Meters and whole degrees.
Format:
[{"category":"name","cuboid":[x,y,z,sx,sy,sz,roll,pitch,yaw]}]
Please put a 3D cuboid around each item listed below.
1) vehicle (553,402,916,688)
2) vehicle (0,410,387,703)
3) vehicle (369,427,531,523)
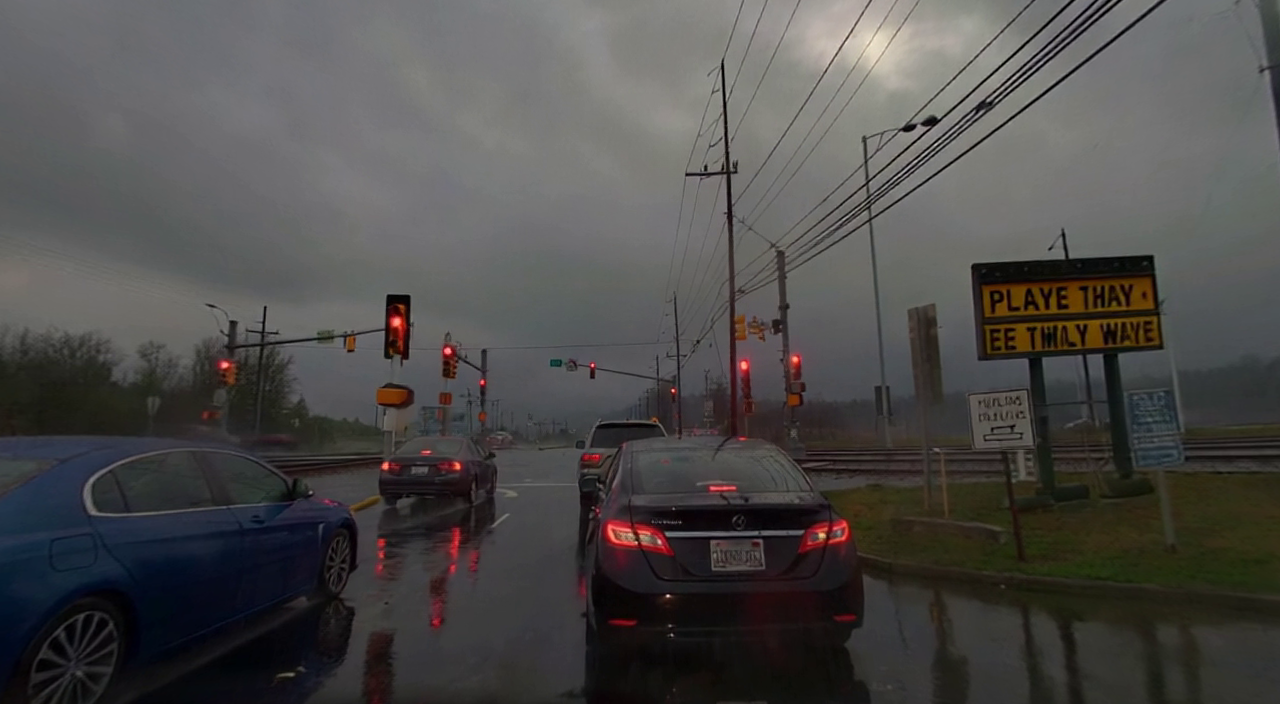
[{"category":"vehicle","cuboid":[0.402,1.343,5.506,1.998,1.529,3.960,1,-9,-4]},{"category":"vehicle","cuboid":[-3.713,1.252,4.462,1.956,1.468,4.585,0,-9,0]},{"category":"vehicle","cuboid":[-3.361,2.263,12.086,1.984,1.505,3.982,0,-9,-2]}]
